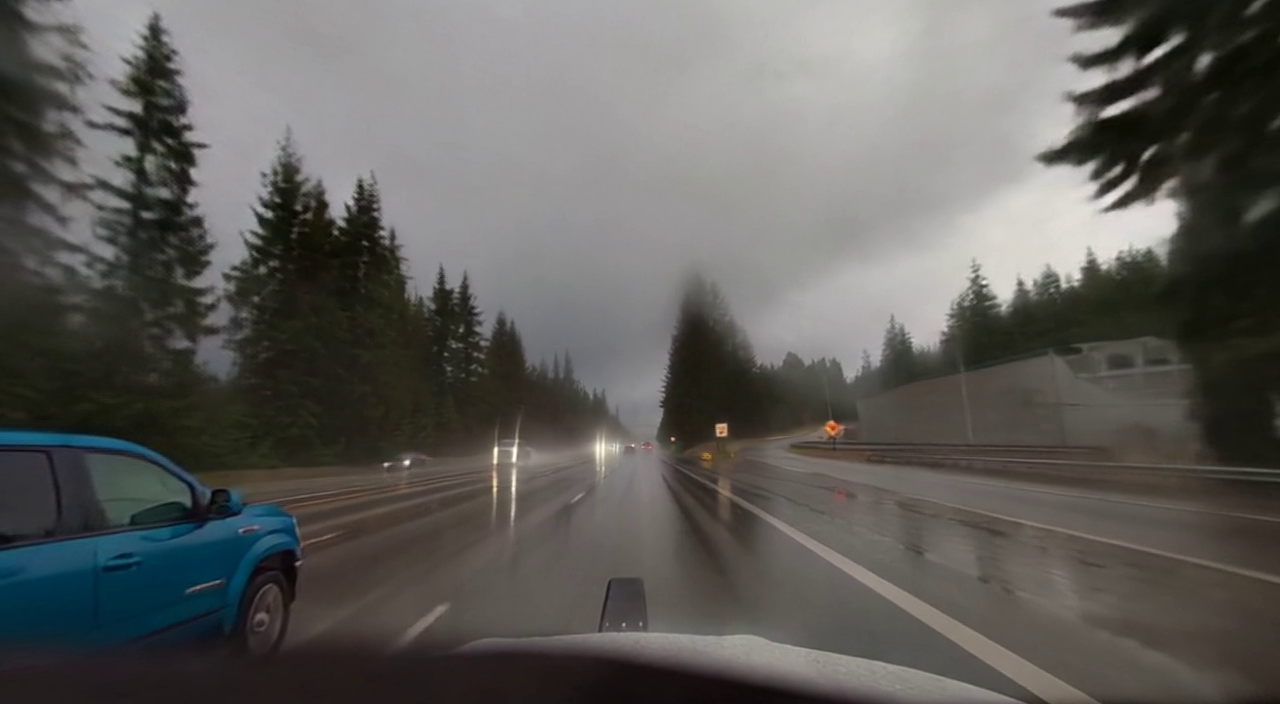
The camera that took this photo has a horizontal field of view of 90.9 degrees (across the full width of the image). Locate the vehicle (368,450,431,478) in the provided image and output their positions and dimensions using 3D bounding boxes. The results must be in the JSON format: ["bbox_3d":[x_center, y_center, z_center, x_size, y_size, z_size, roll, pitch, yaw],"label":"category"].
[{"bbox_3d":[-14.549,6.802,38.458,1.907,1.499,4.804,0,-8,1],"label":"vehicle"}]
